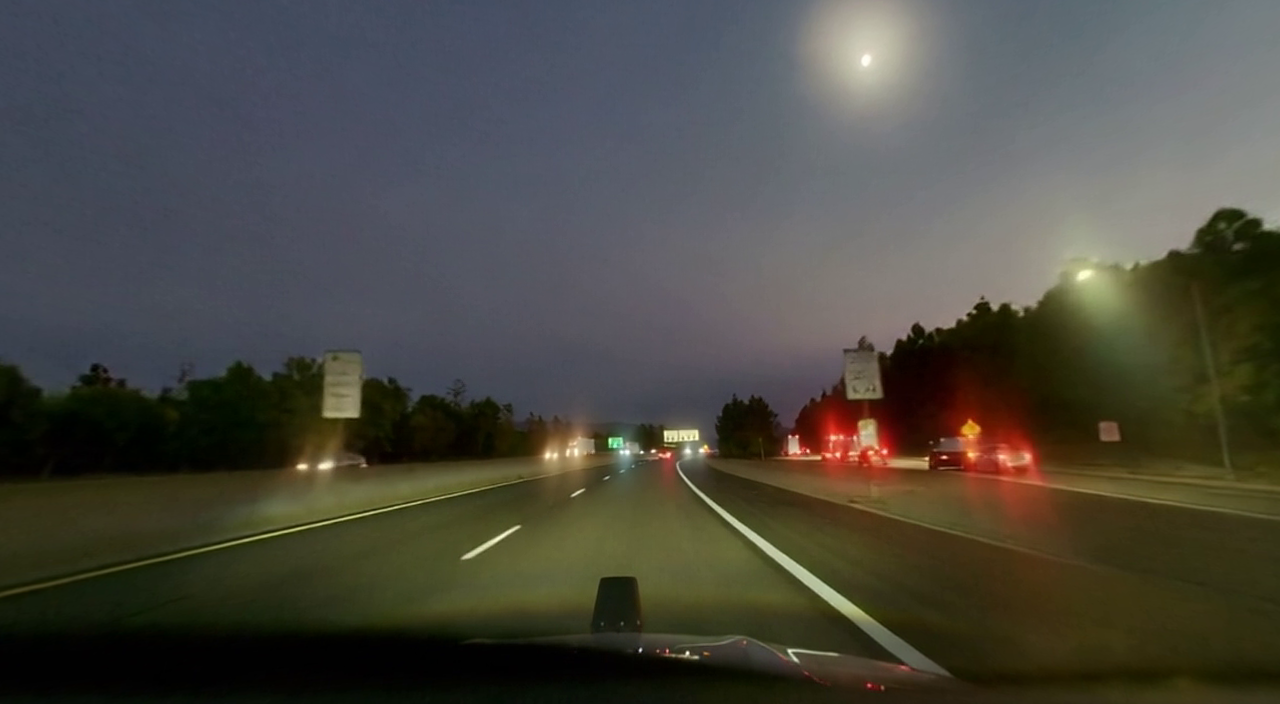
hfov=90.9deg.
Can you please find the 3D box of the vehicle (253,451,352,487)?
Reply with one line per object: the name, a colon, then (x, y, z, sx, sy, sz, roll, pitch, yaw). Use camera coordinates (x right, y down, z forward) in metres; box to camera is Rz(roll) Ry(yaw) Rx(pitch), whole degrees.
vehicle: (-15.758, 5.456, 29.738, 1.922, 1.483, 4.676, -1, -9, 2)
